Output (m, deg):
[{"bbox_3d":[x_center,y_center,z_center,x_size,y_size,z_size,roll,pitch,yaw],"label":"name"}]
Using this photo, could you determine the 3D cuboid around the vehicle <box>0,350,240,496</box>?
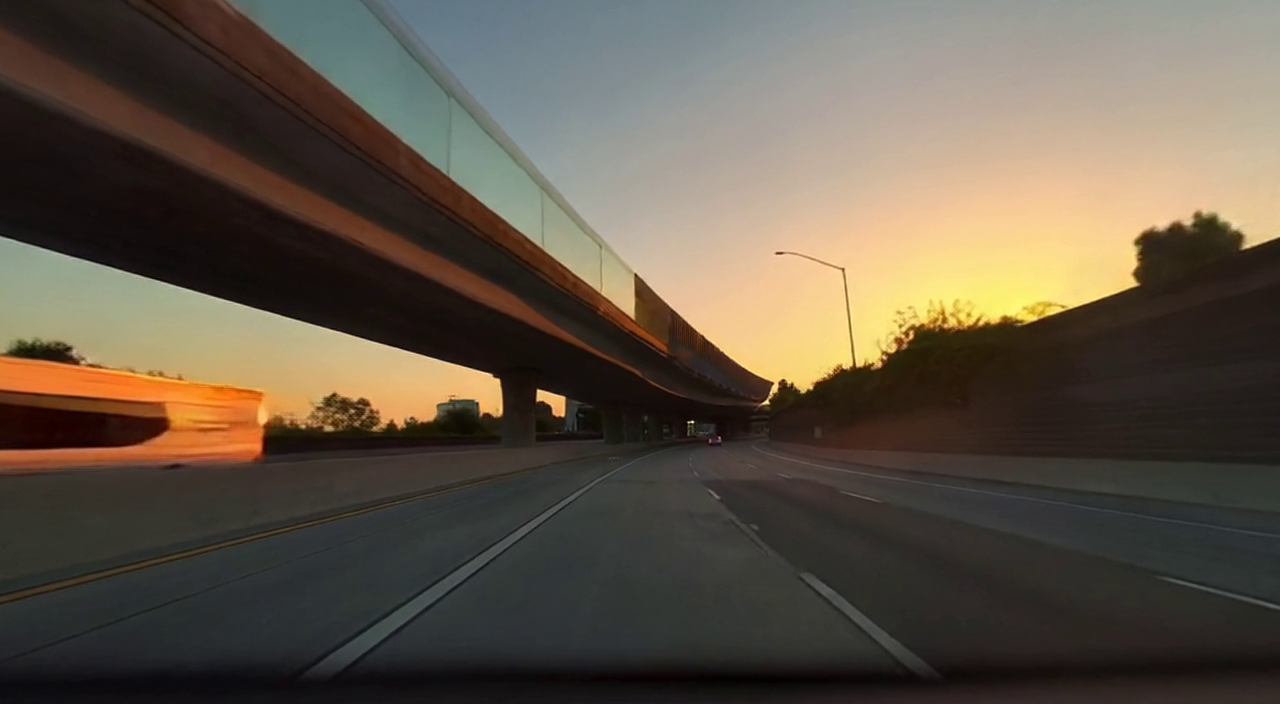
[{"bbox_3d":[-19.022,2.040,17.919,2.915,3.953,18.794,0,-8,1],"label":"vehicle"}]
